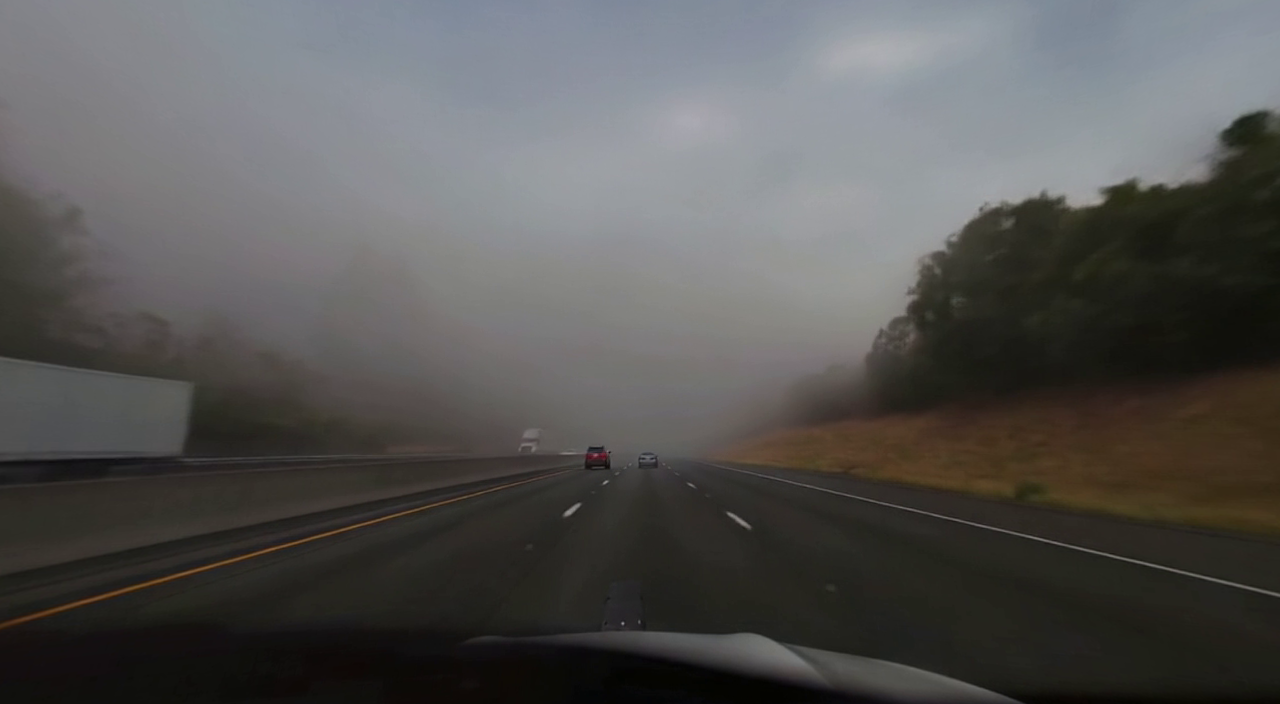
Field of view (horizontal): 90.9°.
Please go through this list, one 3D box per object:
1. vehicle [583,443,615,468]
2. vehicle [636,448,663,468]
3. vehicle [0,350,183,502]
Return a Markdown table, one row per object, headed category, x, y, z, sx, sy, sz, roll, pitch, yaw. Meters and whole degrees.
| category | x | y | z | sx | sy | sz | roll | pitch | yaw |
| --- | --- | --- | --- | --- | --- | --- | --- | --- | --- |
| vehicle | -3.095 | 7.939 | 48.424 | 2.143 | 1.770 | 4.283 | 0 | -9 | 1 |
| vehicle | 0.705 | 8.247 | 49.183 | 2.036 | 1.519 | 4.225 | 0 | -9 | 1 |
| vehicle | -18.888 | 1.923 | 16.560 | 2.878 | 4.108 | 14.364 | 0 | -9 | 1 |
